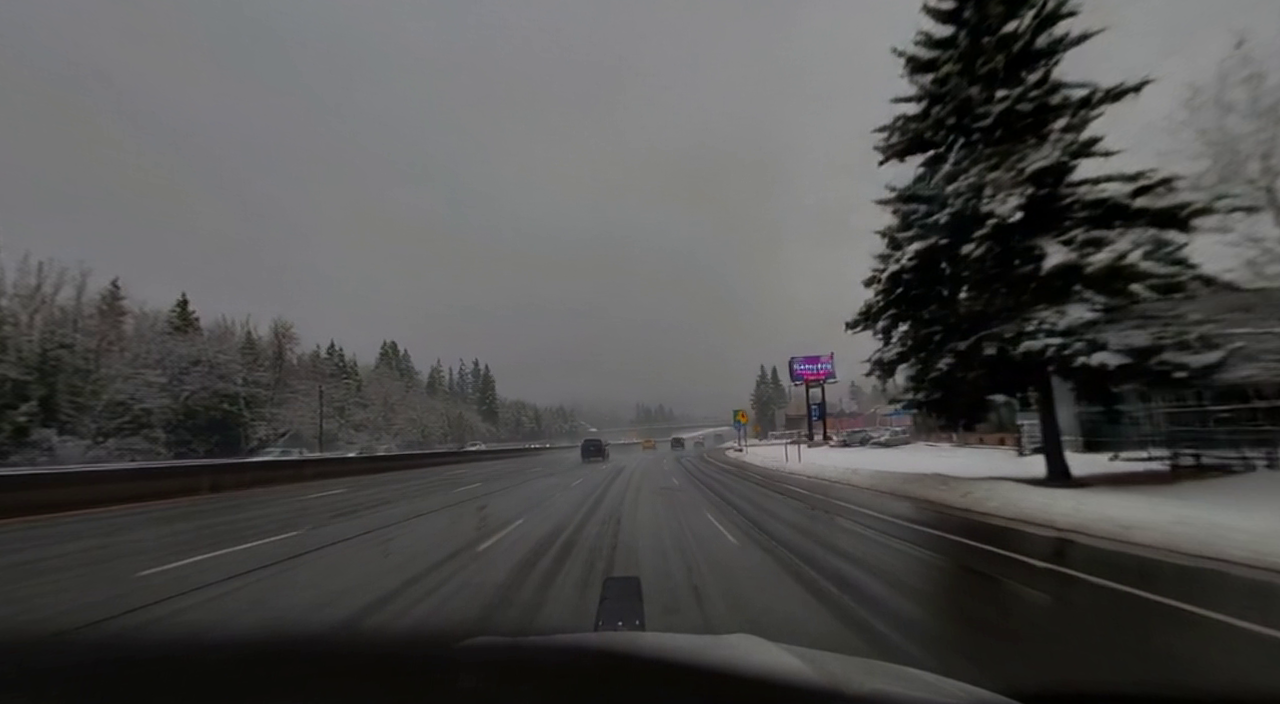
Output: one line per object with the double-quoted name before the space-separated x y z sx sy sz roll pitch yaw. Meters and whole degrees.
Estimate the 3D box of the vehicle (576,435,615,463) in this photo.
"vehicle" -2.991 6.596 43.020 2.139 1.782 4.079 -1 -8 3

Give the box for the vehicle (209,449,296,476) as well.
"vehicle" -22.523 6.416 36.986 1.985 1.480 4.611 -1 -9 3
